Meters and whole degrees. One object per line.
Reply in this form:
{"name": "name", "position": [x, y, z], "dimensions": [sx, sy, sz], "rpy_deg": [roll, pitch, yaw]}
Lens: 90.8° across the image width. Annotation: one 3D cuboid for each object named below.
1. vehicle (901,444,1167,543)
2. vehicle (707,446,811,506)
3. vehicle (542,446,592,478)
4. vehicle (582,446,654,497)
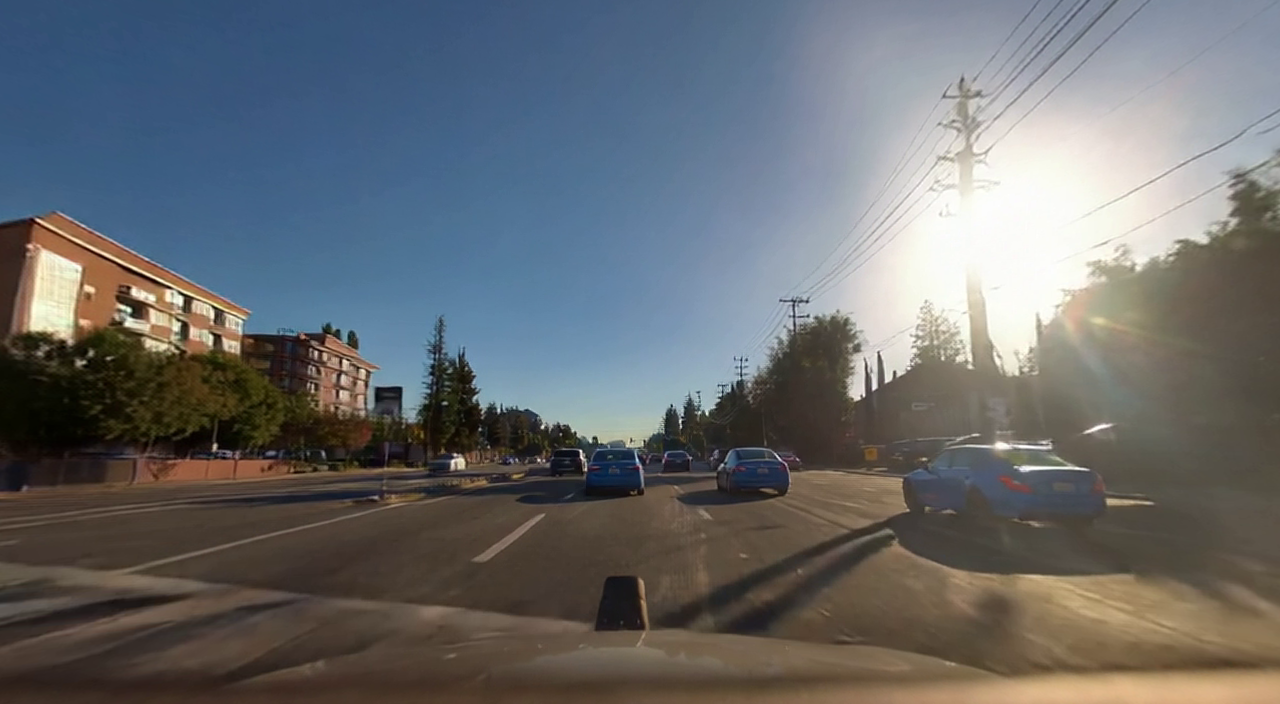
{"name": "vehicle", "position": [6.817, 2.446, 11.691], "dimensions": [2.004, 1.455, 4.417], "rpy_deg": [0, -8, -1]}
{"name": "vehicle", "position": [3.277, 3.510, 18.452], "dimensions": [2.053, 1.490, 4.464], "rpy_deg": [0, -8, -2]}
{"name": "vehicle", "position": [-3.811, 5.798, 33.634], "dimensions": [2.073, 1.606, 4.364], "rpy_deg": [0, -8, 1]}
{"name": "vehicle", "position": [-0.646, 3.791, 20.492], "dimensions": [2.065, 1.464, 4.216], "rpy_deg": [0, -8, 0]}
